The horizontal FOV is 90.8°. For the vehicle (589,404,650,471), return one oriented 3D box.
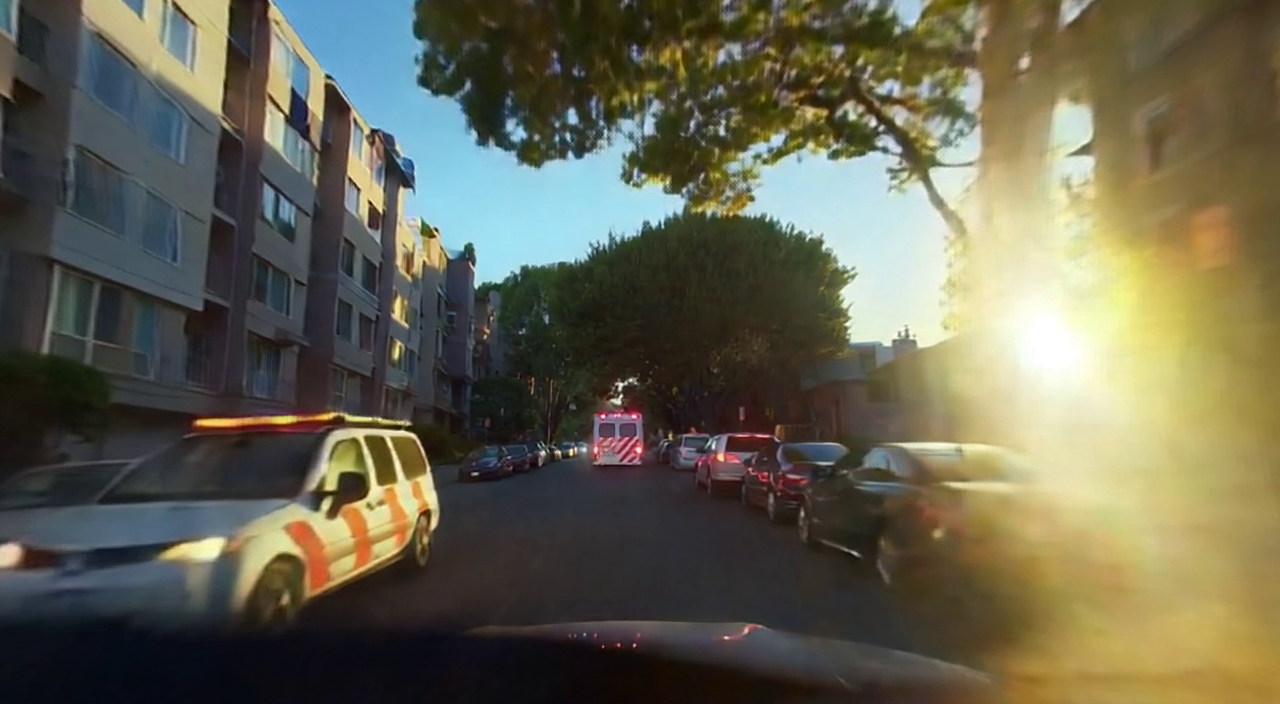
[{"bbox_3d":[-1.079,4.463,32.680,2.754,3.008,7.730,0,-8,-2],"label":"vehicle"}]

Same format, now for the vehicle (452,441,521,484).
[{"bbox_3d":[-6.386,4.602,26.773,1.967,1.492,4.781,-4,-8,-4],"label":"vehicle"}]

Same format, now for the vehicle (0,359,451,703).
[{"bbox_3d":[-3.224,1.272,5.405,2.029,1.802,4.229,-2,-8,-2],"label":"vehicle"}]

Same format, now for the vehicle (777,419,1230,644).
[{"bbox_3d":[3.073,1.603,6.713,2.035,1.549,4.373,2,-8,-3],"label":"vehicle"}]
